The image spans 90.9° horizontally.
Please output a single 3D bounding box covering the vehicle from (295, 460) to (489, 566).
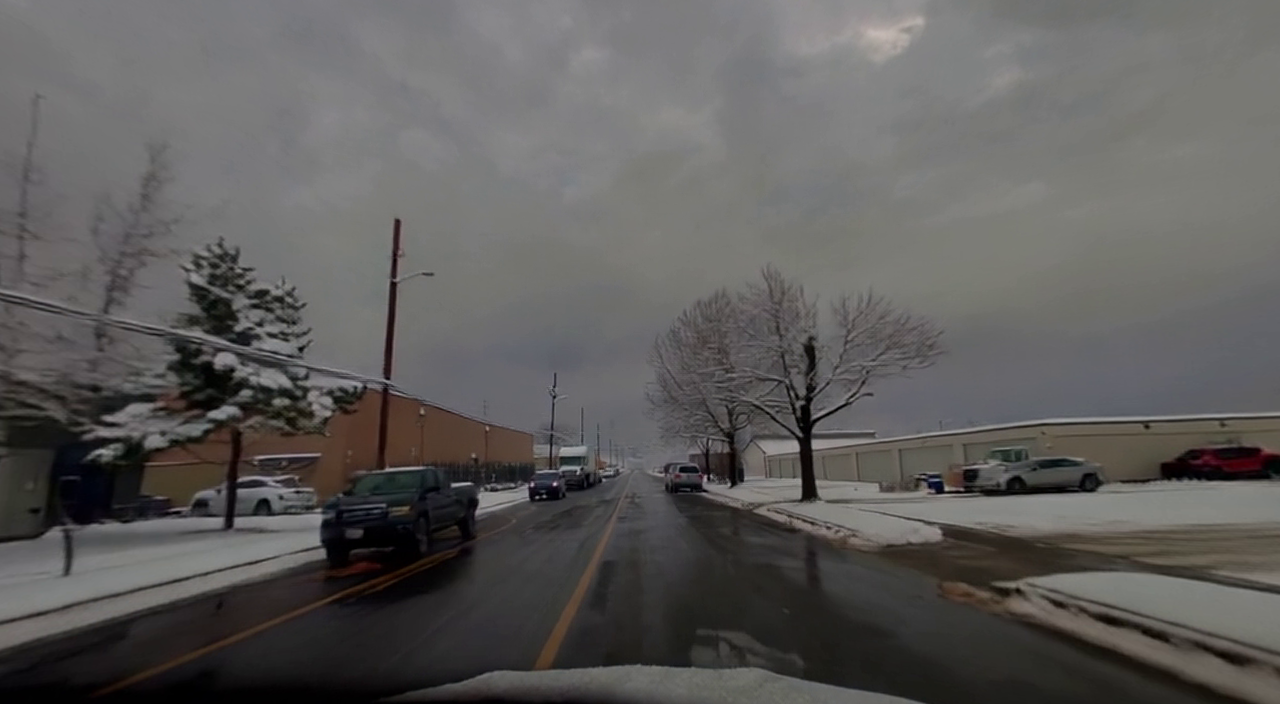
[{"bbox_3d":[-4.493,2.954,12.348,1.927,1.580,4.556,-1,-9,0],"label":"vehicle"}]

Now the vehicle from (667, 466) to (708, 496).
[{"bbox_3d":[2.457,6.811,33.399,1.819,1.446,3.909,1,-11,-1],"label":"vehicle"}]

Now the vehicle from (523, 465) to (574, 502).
[{"bbox_3d":[-4.365,6.343,30.591,1.835,1.625,3.674,0,-11,1],"label":"vehicle"}]
